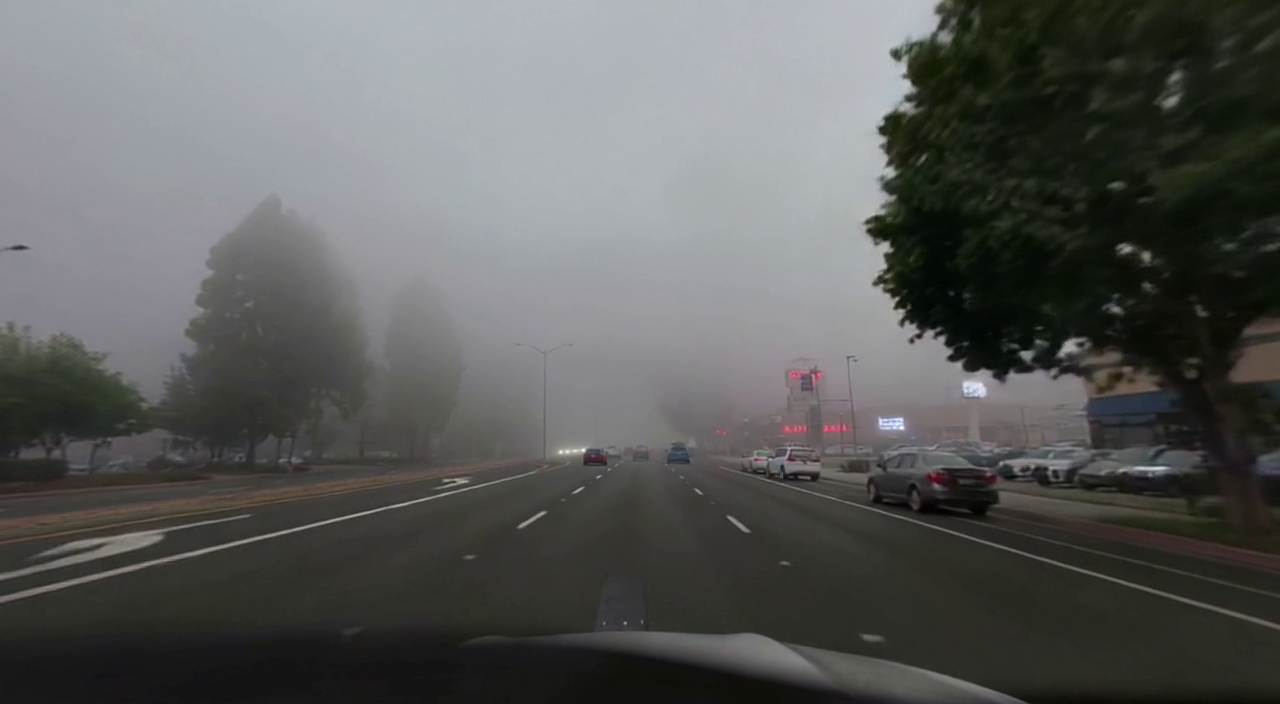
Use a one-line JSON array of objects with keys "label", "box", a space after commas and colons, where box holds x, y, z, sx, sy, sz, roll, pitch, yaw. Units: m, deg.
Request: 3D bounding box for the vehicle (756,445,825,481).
[{"label": "vehicle", "box": [6.751, 5.022, 28.877, 1.869, 1.516, 4.767, 0, -8, -1]}]

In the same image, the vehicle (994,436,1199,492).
[{"label": "vehicle", "box": [12.776, 3.144, 17.848, 4.357, 1.463, 1.915, 1, -9, -4]}]

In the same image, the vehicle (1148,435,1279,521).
[{"label": "vehicle", "box": [12.599, 2.360, 12.019, 4.119, 1.501, 1.809, 0, -8, 3]}]

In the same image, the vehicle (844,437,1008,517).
[{"label": "vehicle", "box": [6.572, 2.886, 15.095, 1.934, 1.641, 4.117, 0, -8, 0]}]

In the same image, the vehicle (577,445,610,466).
[{"label": "vehicle", "box": [-3.292, 7.415, 45.255, 2.005, 1.446, 4.265, 0, -8, 1]}]
